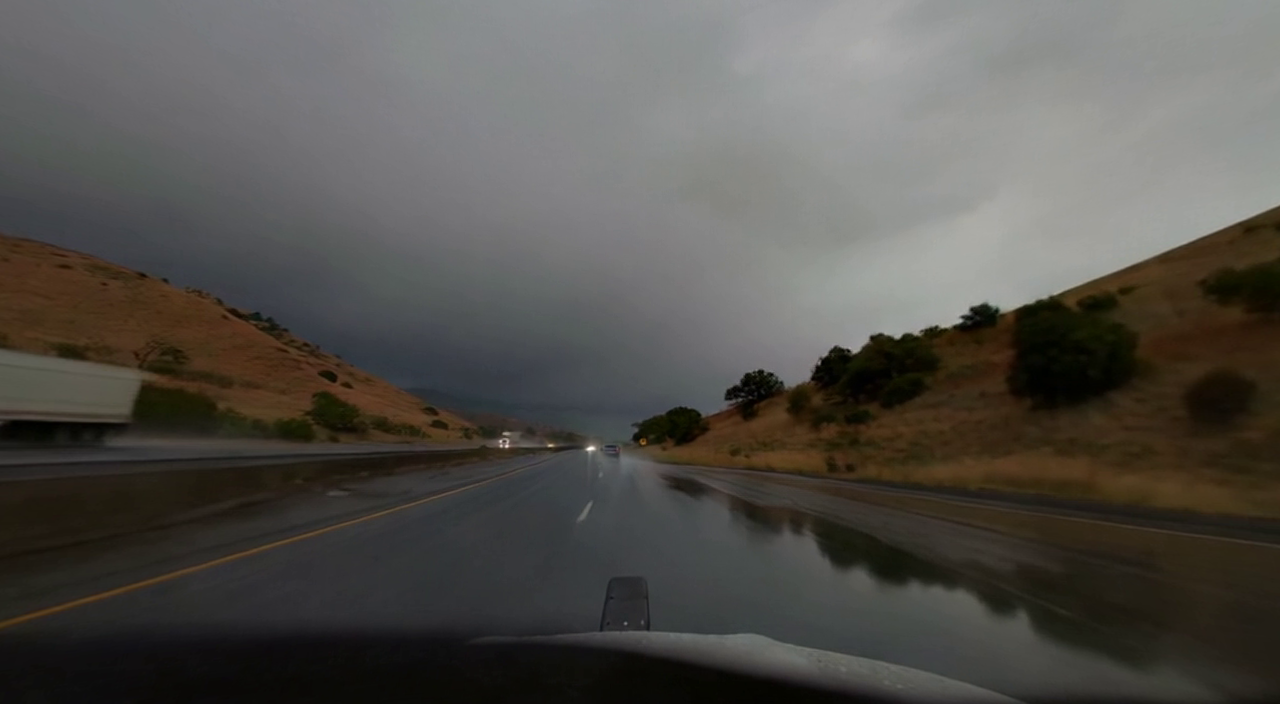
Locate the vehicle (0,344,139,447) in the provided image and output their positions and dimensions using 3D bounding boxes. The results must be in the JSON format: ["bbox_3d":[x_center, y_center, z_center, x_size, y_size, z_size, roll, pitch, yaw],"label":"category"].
[{"bbox_3d":[-27.962,1.616,25.022,2.941,4.199,16.568,1,-9,-1],"label":"vehicle"}]
